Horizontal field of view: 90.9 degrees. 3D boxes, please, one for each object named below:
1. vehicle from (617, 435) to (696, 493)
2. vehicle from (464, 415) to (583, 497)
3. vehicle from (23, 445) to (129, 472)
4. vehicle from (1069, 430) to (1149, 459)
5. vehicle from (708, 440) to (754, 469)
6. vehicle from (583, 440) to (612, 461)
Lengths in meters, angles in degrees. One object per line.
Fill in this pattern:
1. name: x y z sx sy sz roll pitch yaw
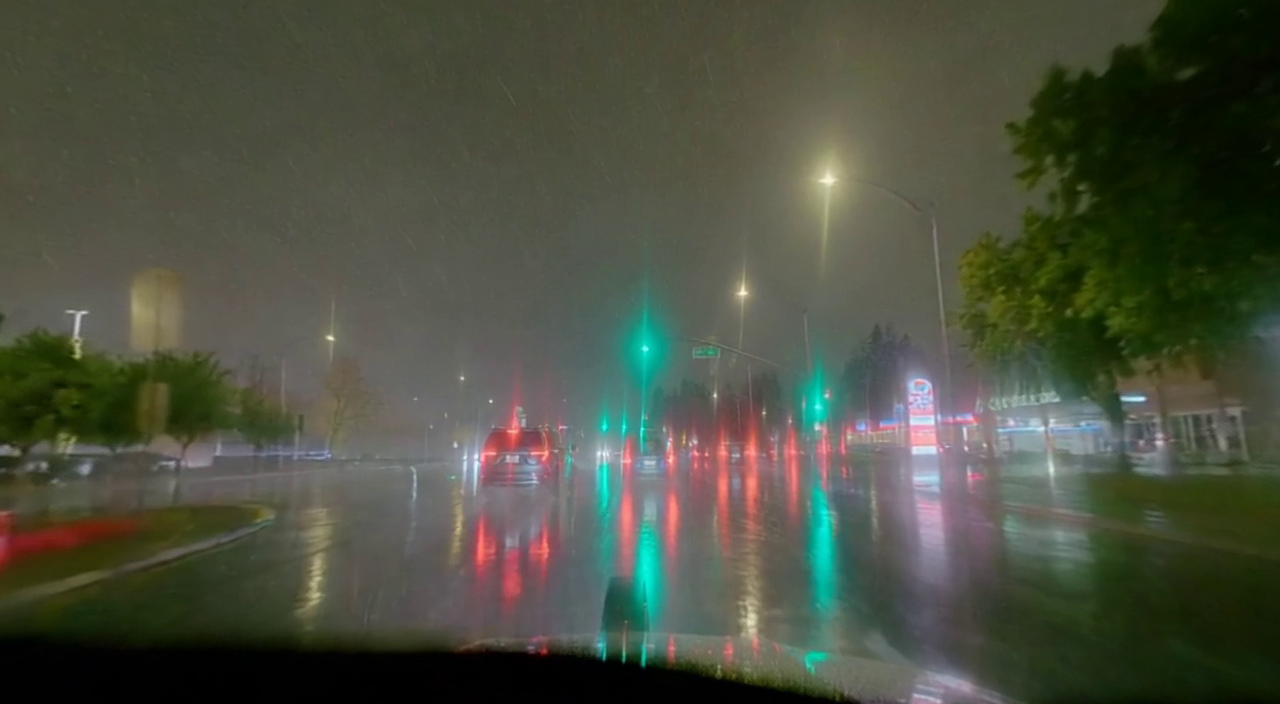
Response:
1. vehicle: 0.414 3.224 18.500 2.061 1.494 4.079 0 -8 0
2. vehicle: -3.012 2.862 17.642 2.289 1.935 5.227 0 -8 0
3. vehicle: -30.771 5.798 34.458 3.979 1.442 1.793 0 -8 0
4. vehicle: 32.871 6.439 44.130 5.720 1.822 2.307 3 -9 -30
5. vehicle: 5.004 5.675 35.192 1.900 1.507 4.151 0 -8 0
6. vehicle: -3.160 7.365 47.191 1.902 1.522 3.523 0 -8 0
